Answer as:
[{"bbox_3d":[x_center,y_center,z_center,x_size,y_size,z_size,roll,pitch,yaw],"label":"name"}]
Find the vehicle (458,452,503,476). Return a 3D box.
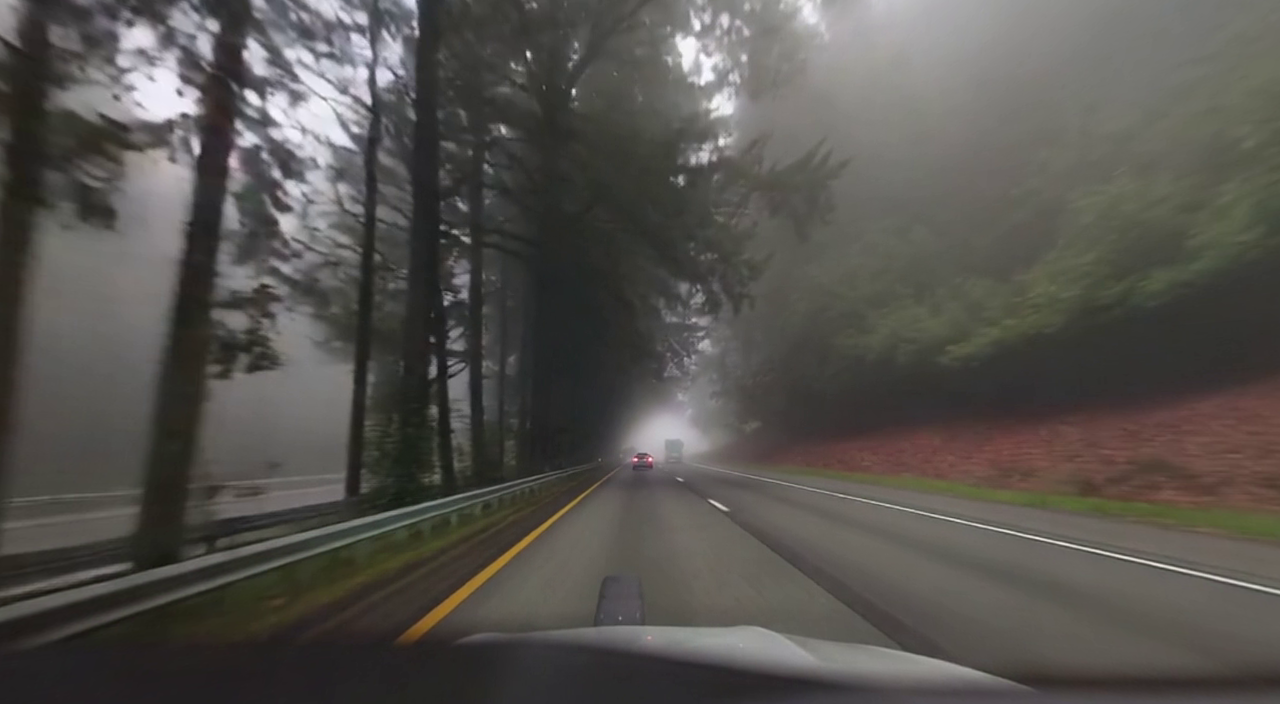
[{"bbox_3d":[-11.914,8.412,47.285,2.244,1.653,4.539,-1,-9,0],"label":"vehicle"}]
